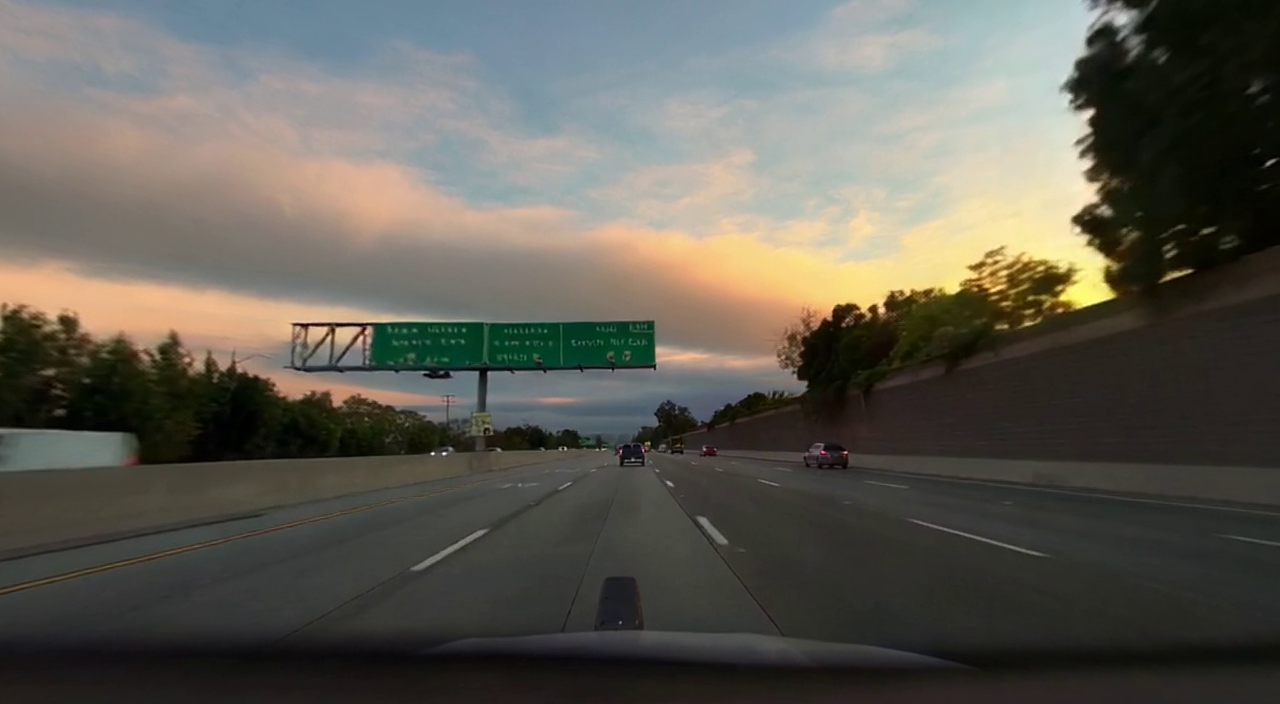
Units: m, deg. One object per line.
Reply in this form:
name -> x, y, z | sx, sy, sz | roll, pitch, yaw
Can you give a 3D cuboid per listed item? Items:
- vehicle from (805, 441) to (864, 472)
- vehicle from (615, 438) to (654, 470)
vehicle -> 11.159, 6.035, 36.588 | 1.912, 1.673, 4.438 | 0, -9, -1
vehicle -> -0.359, 5.896, 36.609 | 2.121, 1.739, 4.087 | 0, -9, -2
